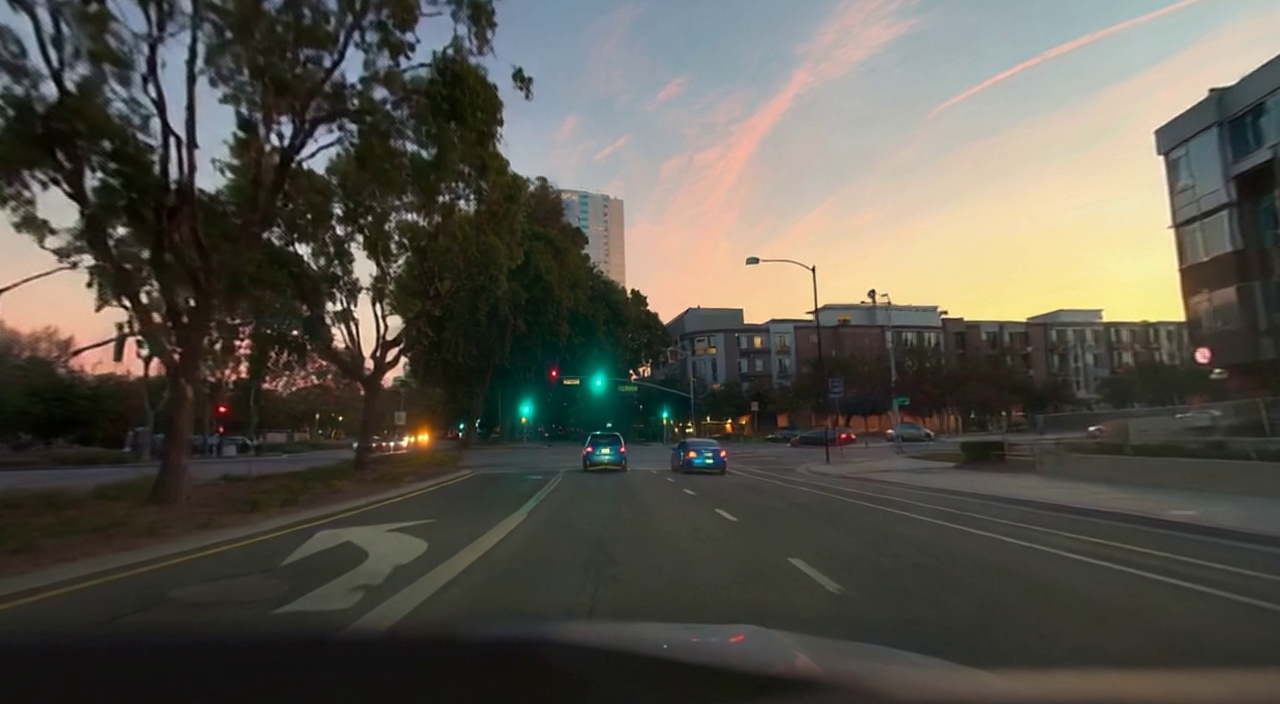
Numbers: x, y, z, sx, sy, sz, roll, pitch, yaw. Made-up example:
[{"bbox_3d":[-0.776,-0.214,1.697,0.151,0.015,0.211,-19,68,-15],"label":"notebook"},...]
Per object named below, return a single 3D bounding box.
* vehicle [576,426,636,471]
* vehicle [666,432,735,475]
[{"bbox_3d":[-1.506,4.020,26.379,2.317,1.713,4.231,1,-9,-6],"label":"vehicle"},{"bbox_3d":[2.229,3.900,24.476,1.918,1.479,4.468,1,-9,-4],"label":"vehicle"}]
